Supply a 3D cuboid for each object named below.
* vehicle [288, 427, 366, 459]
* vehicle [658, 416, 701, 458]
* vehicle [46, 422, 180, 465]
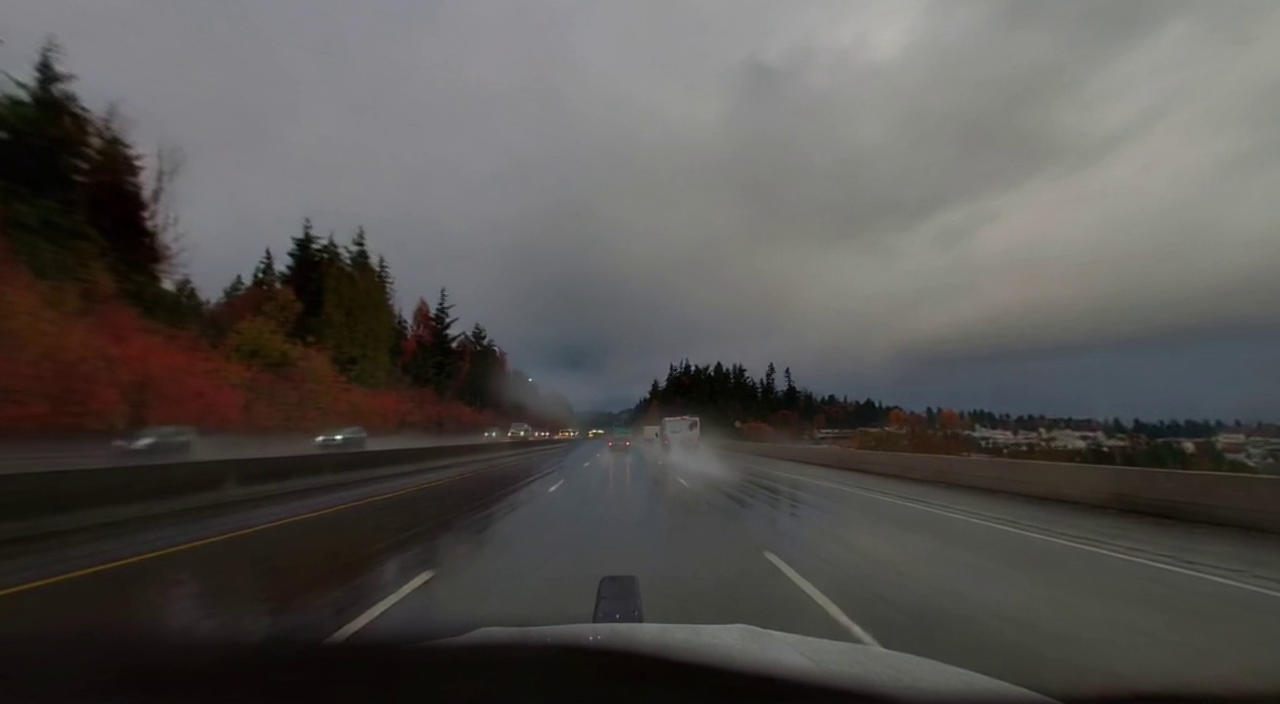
[{"bbox_3d":[-15.980,4.656,32.403,1.795,1.503,4.527,0,-8,-2],"label":"vehicle"},{"bbox_3d":[2.556,5.716,42.310,2.411,2.614,5.781,0,-8,-1],"label":"vehicle"},{"bbox_3d":[-20.119,3.509,24.251,1.800,1.486,3.963,0,-8,-1],"label":"vehicle"}]
